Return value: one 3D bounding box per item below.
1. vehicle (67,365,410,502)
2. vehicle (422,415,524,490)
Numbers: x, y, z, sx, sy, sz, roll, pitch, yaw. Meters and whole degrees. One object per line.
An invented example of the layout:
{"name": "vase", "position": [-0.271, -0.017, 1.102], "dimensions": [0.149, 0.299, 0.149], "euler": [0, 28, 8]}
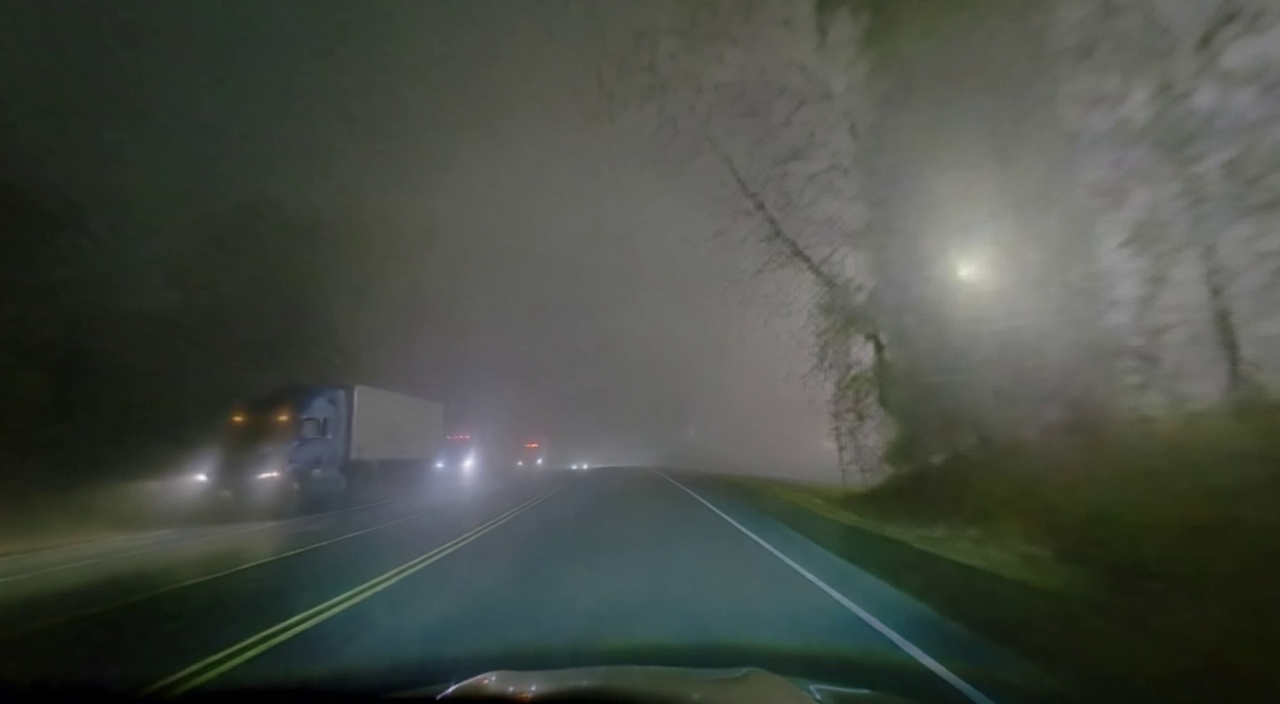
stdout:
{"name": "vehicle", "position": [-11.871, 3.085, 20.734], "dimensions": [5.596, 3.130, 8.972], "euler": [-4, -13, -2]}
{"name": "vehicle", "position": [-8.402, 5.094, 33.263], "dimensions": [2.788, 3.365, 9.652], "euler": [0, -7, 0]}
